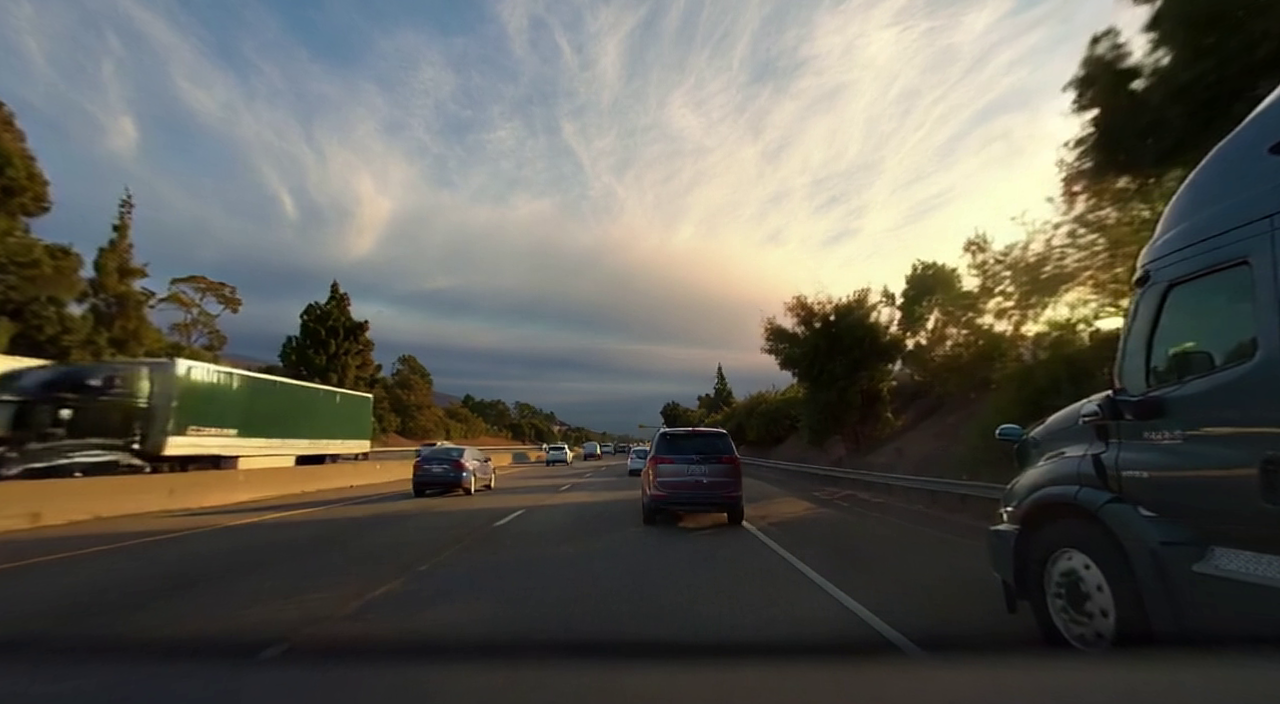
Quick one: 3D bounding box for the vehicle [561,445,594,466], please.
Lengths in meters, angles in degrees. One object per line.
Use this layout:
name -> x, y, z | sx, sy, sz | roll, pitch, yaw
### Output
vehicle -> -4.442, 7.464, 45.418 | 1.857, 1.423, 3.920 | 0, -9, 1

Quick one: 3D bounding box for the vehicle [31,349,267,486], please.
vehicle -> -15.942, 2.315, 21.211 | 2.946, 3.934, 5.884 | 0, -9, 0

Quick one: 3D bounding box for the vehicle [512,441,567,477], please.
vehicle -> -4.687, 5.050, 29.976 | 1.855, 1.527, 4.209 | 0, -9, 1

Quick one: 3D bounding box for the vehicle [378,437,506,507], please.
vehicle -> -4.747, 2.922, 15.751 | 1.867, 1.489, 3.829 | 0, -9, 1

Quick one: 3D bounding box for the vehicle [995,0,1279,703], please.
vehicle -> 3.803, 0.039, 2.618 | 2.141, 3.473, 4.217 | -1, -9, 2

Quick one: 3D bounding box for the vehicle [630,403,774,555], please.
vehicle -> 0.777, 1.923, 10.084 | 1.825, 1.920, 3.960 | 0, -9, 0
